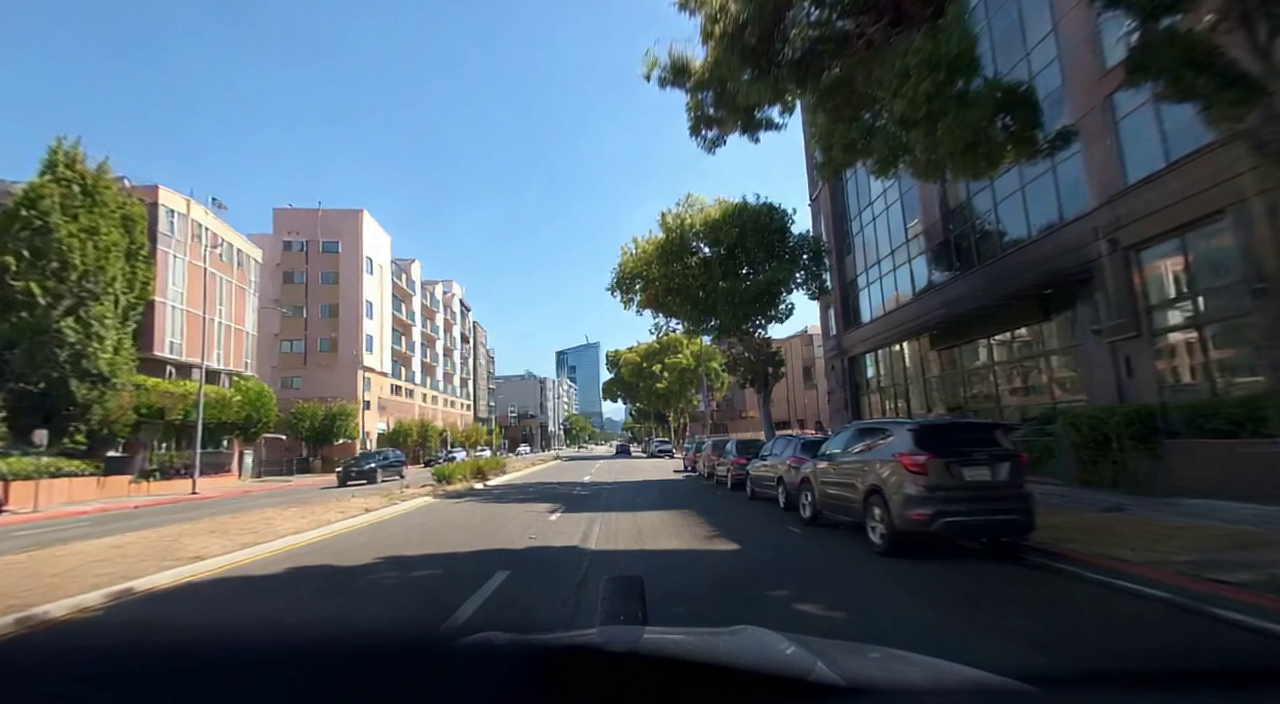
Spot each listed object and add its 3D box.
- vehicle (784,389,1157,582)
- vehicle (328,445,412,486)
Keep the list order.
[{"bbox_3d":[3.841,1.678,8.852,2.129,1.853,5.275,0,-8,-3],"label":"vehicle"},{"bbox_3d":[-11.855,4.975,28.124,1.950,1.629,4.333,0,-8,-2],"label":"vehicle"}]
